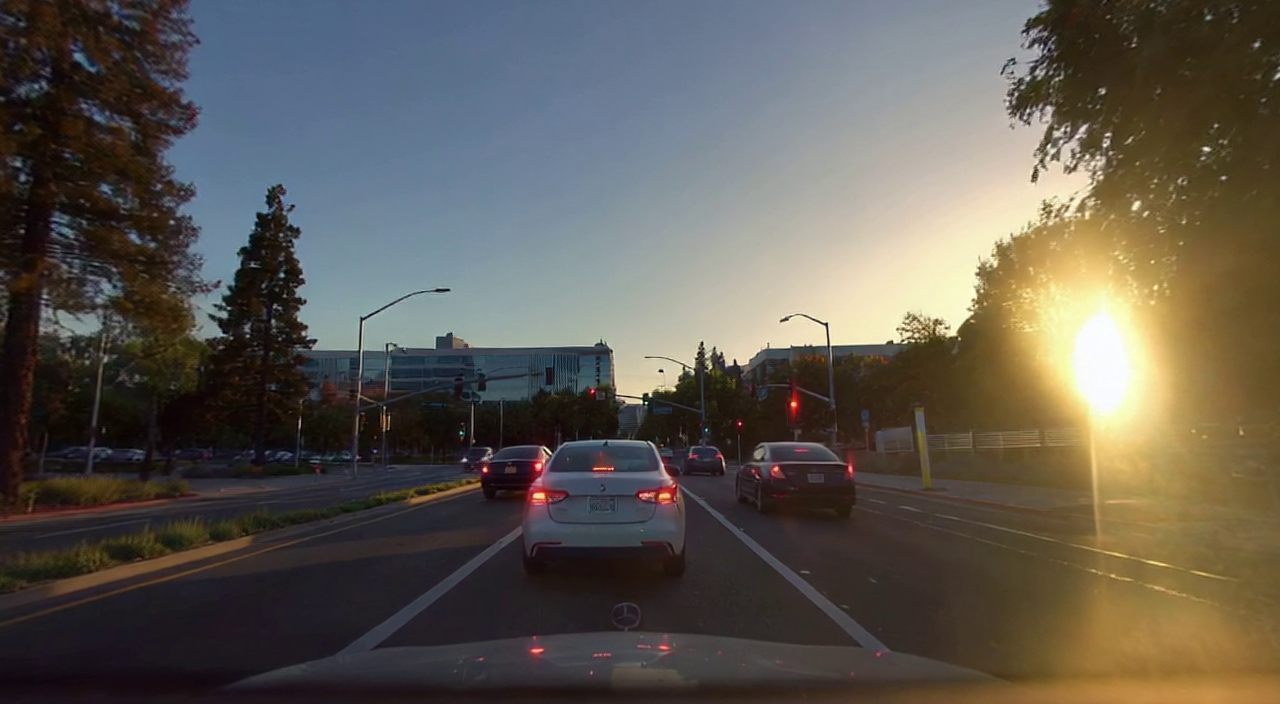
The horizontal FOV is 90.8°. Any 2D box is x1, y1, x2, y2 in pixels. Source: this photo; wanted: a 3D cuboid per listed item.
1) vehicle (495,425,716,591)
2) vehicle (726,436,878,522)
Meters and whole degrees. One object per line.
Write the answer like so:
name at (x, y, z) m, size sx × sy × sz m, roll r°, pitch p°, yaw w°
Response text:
vehicle at (-0.348, 1.695, 7.610) m, size 2.006 × 1.487 × 3.535 m, roll 0°, pitch -9°, yaw -1°
vehicle at (3.135, 2.539, 13.242) m, size 1.910 × 1.474 × 4.263 m, roll 0°, pitch -9°, yaw -2°
